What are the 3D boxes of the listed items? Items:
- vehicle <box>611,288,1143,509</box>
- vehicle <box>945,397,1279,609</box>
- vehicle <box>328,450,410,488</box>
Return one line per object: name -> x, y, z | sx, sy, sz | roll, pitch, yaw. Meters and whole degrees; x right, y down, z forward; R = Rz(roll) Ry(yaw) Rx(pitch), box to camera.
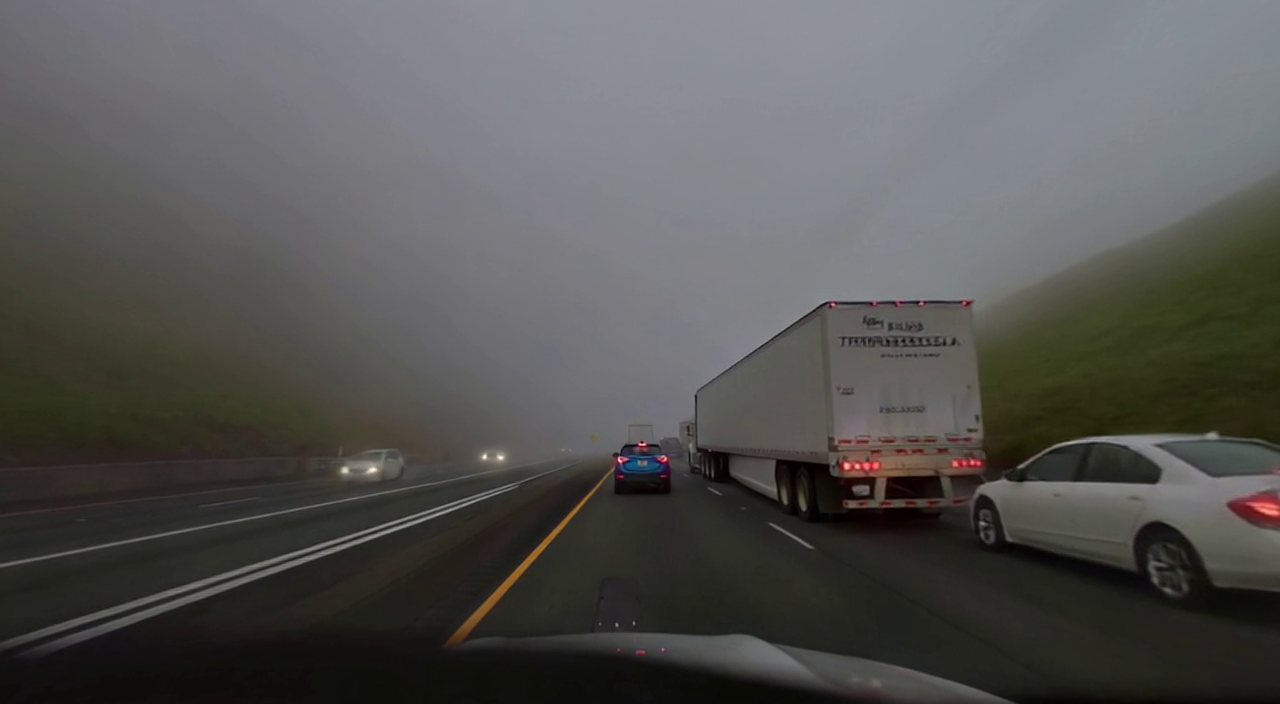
vehicle -> 4.486, 1.127, 13.904 | 9.908, 4.197, 3.235 | -1, -8, 4
vehicle -> 5.511, 1.318, 6.051 | 1.888, 1.591, 4.815 | 1, -8, -14
vehicle -> -11.848, 5.124, 27.825 | 1.940, 1.495, 3.889 | -1, -8, -1
